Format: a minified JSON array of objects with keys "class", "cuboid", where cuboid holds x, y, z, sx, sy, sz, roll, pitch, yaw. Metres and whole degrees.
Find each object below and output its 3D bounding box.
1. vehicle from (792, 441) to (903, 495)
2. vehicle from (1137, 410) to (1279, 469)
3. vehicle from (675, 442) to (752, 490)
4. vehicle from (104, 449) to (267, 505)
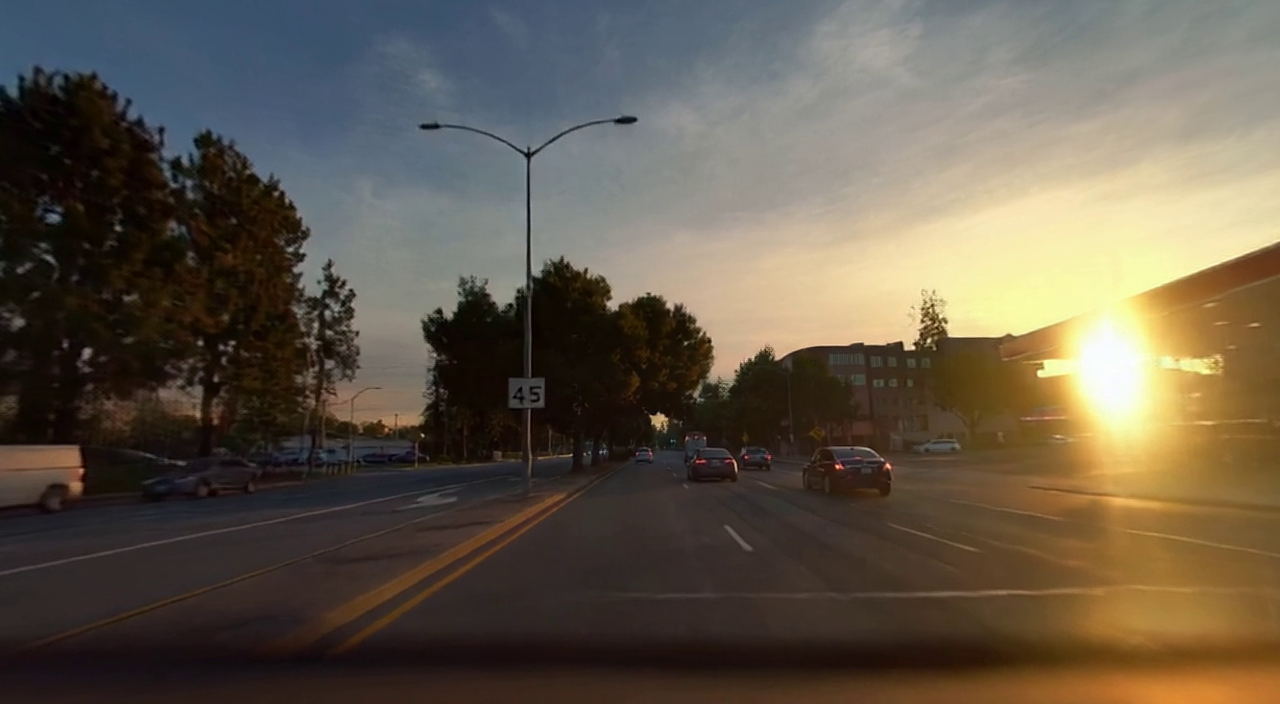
[{"class":"vehicle","cuboid":[6.335,3.562,19.764,1.918,1.484,4.456,0,-8,-1]},{"class":"vehicle","cuboid":[23.805,3.562,25.496,2.152,2.069,6.067,-1,-8,-1]},{"class":"vehicle","cuboid":[2.399,3.870,21.688,1.971,1.479,4.493,0,-9,-2]},{"class":"vehicle","cuboid":[-15.761,4.306,22.197,2.006,1.714,4.829,0,-9,2]}]
